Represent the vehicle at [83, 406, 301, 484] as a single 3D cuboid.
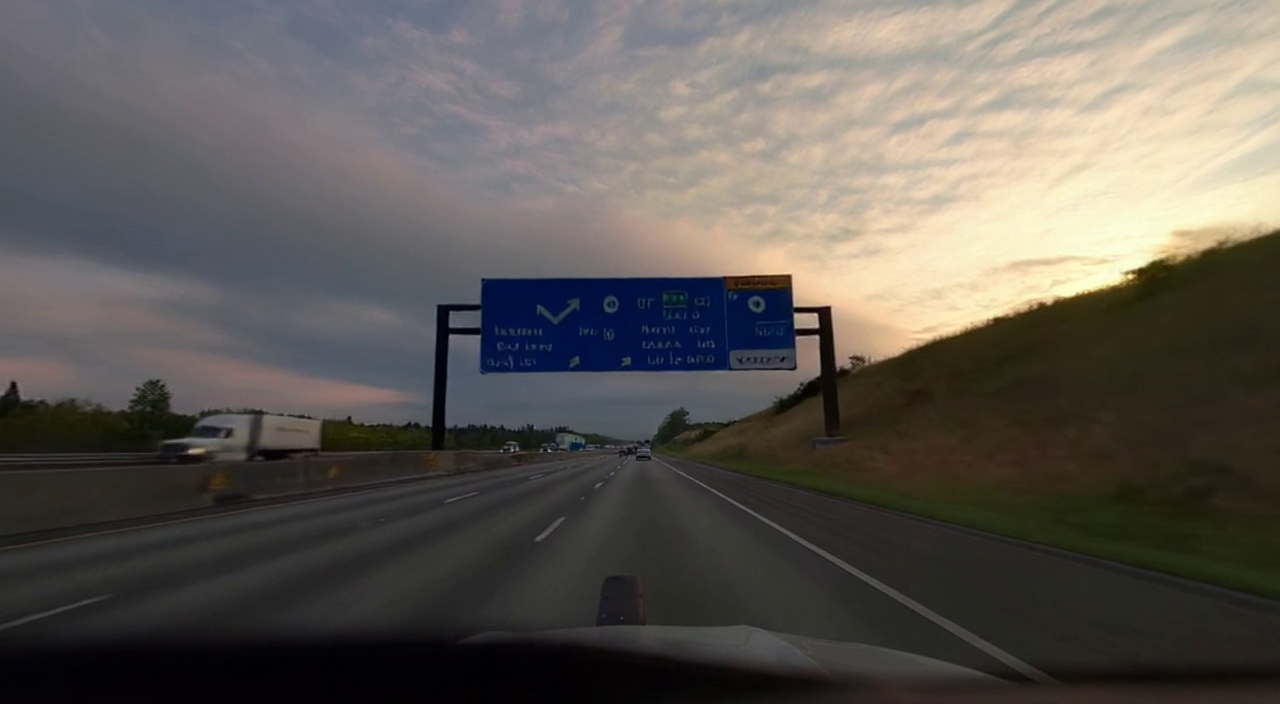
[{"bbox_3d":[-19.307,4.204,28.346,2.853,2.929,9.362,0,-9,0],"label":"vehicle"}]
